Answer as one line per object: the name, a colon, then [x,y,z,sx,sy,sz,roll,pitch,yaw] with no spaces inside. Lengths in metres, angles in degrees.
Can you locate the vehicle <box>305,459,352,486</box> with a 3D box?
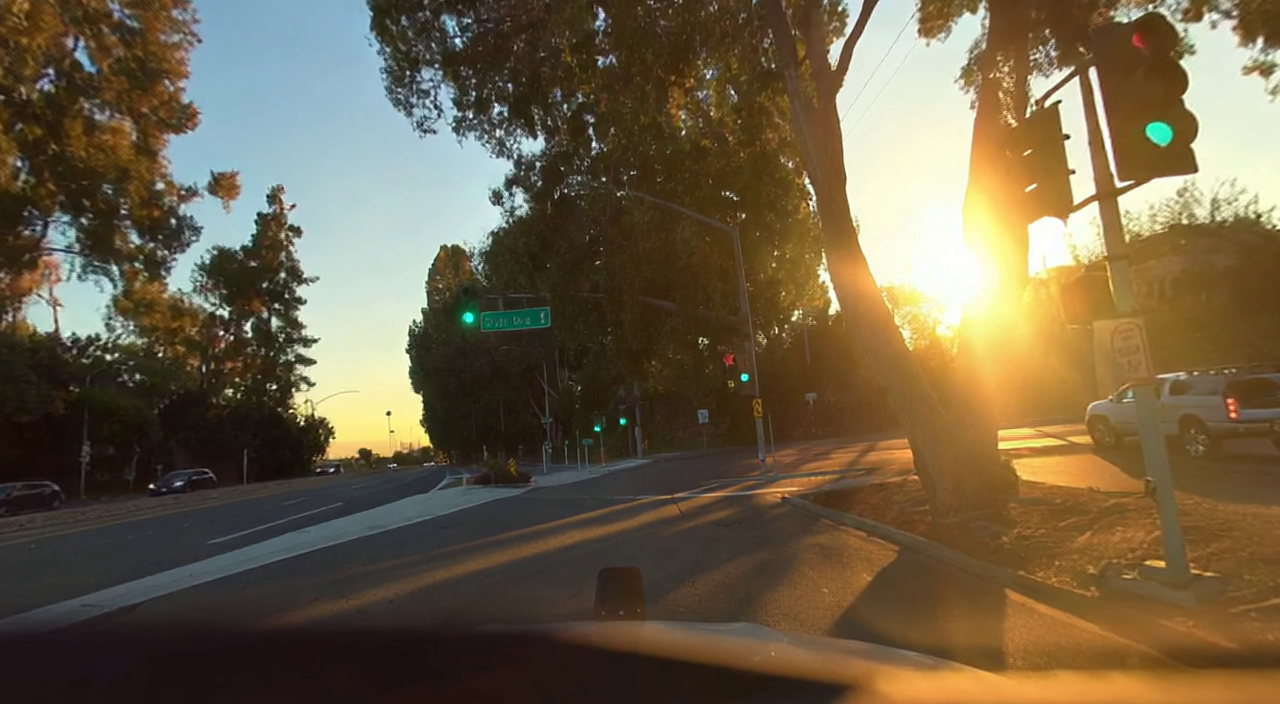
vehicle: [-21.681,8.394,44.107,1.986,1.492,4.332,-3,-8,-13]

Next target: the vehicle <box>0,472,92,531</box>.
vehicle: [-22.643,5.499,23.087,2.084,1.775,4.176,-5,-7,-11]

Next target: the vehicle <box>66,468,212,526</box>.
vehicle: [-17.408,4.997,22.297,2.078,1.486,4.629,-3,-8,-11]

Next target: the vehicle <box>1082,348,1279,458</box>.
vehicle: [10.649,1.067,11.784,1.855,1.669,4.529,-3,-9,6]
